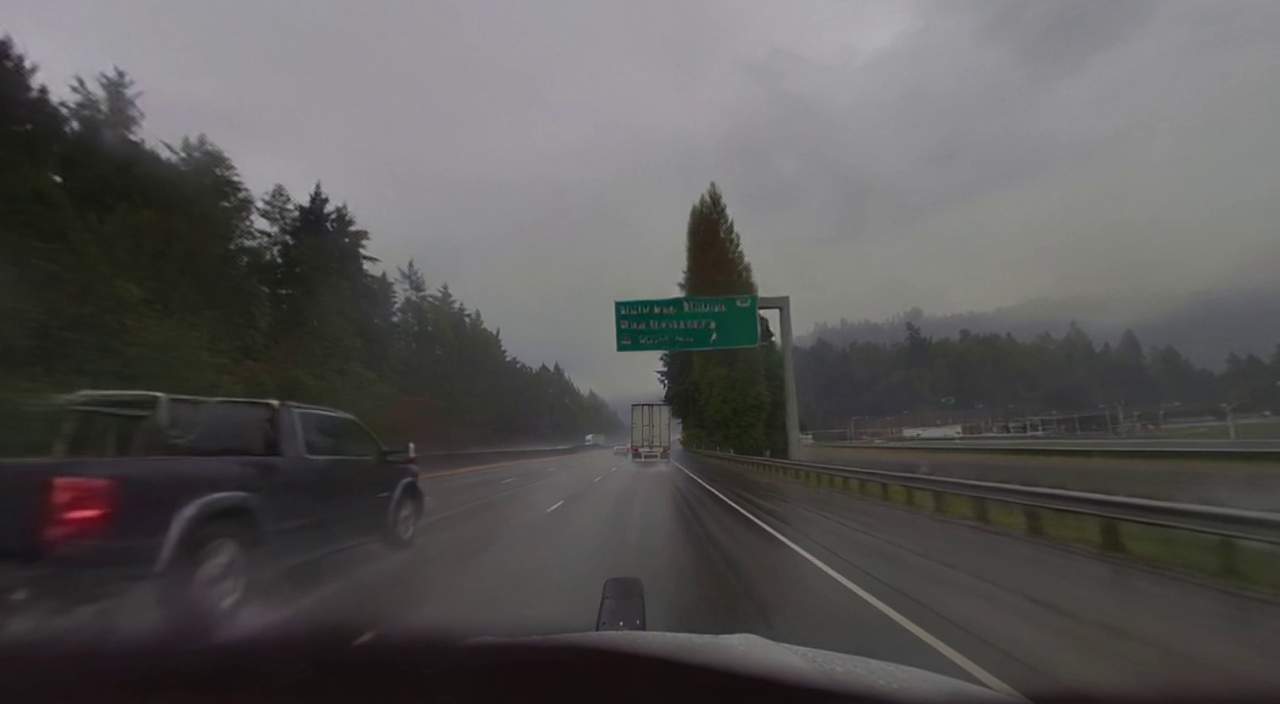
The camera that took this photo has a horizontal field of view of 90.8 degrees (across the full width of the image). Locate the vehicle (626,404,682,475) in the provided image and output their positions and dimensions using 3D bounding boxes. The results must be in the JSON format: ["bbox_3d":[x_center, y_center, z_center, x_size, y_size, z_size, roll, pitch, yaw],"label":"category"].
[{"bbox_3d":[0.721,5.657,39.929,2.976,3.800,12.335,0,-9,0],"label":"vehicle"}]

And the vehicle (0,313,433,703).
[{"bbox_3d":[-3.724,1.191,5.242,2.226,1.933,5.179,0,-9,0],"label":"vehicle"}]
